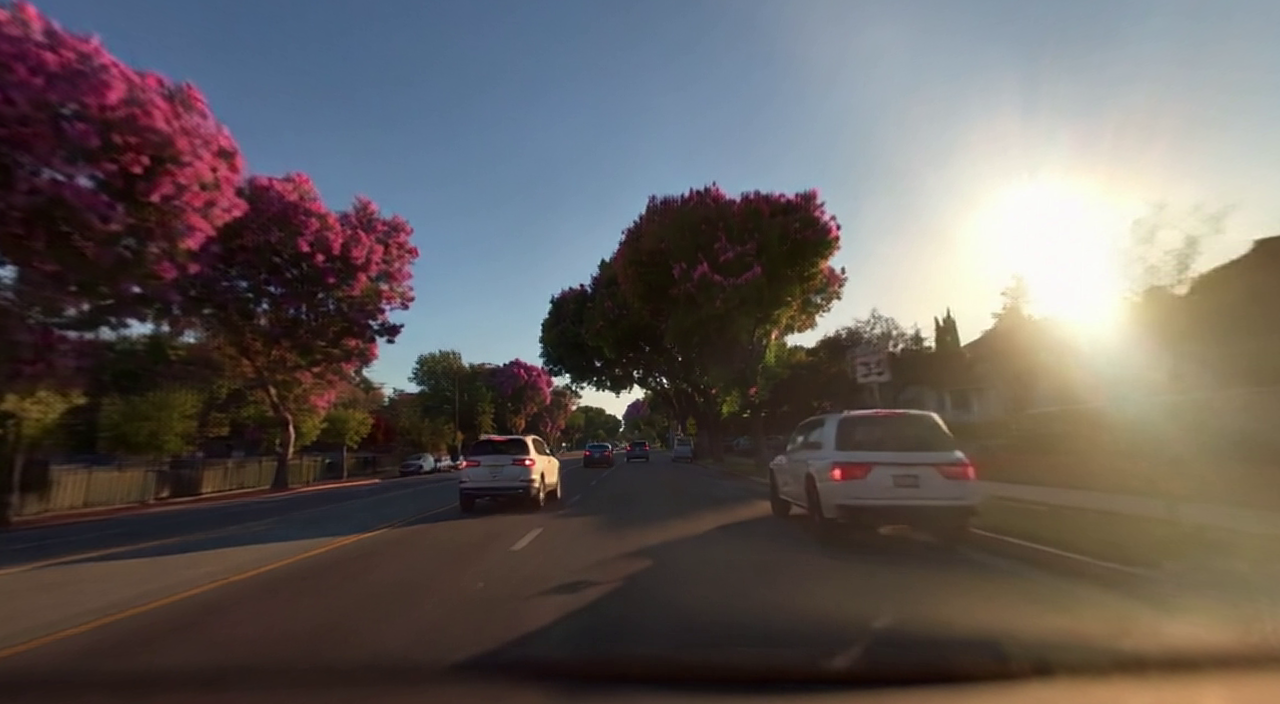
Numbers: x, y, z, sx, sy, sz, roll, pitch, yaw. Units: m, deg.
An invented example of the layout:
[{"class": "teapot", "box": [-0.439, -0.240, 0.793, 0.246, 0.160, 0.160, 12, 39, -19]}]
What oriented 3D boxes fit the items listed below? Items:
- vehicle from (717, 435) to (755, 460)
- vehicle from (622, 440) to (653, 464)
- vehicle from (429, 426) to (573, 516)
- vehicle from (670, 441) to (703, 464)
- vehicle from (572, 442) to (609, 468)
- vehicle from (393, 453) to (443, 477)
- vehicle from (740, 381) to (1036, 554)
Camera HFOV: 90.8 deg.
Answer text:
[{"class": "vehicle", "box": [7.354, 7.393, 48.854, 2.112, 1.776, 4.555, 1, -8, -2]}, {"class": "vehicle", "box": [-0.203, 7.859, 49.900, 2.376, 1.801, 4.317, 0, -9, -1]}, {"class": "vehicle", "box": [-3.050, 2.759, 15.189, 2.257, 1.751, 5.028, -1, -9, 1]}, {"class": "vehicle", "box": [3.537, 7.810, 49.188, 2.150, 1.655, 4.739, 0, -9, -1]}, {"class": "vehicle", "box": [-3.237, 6.901, 42.386, 2.167, 1.634, 4.220, 0, -9, 0]}, {"class": "vehicle", "box": [-16.317, 8.337, 46.738, 1.870, 1.599, 5.022, 0, -9, 0]}, {"class": "vehicle", "box": [3.389, 1.770, 10.229, 2.653, 2.058, 5.096, 0, -9, -1]}]
